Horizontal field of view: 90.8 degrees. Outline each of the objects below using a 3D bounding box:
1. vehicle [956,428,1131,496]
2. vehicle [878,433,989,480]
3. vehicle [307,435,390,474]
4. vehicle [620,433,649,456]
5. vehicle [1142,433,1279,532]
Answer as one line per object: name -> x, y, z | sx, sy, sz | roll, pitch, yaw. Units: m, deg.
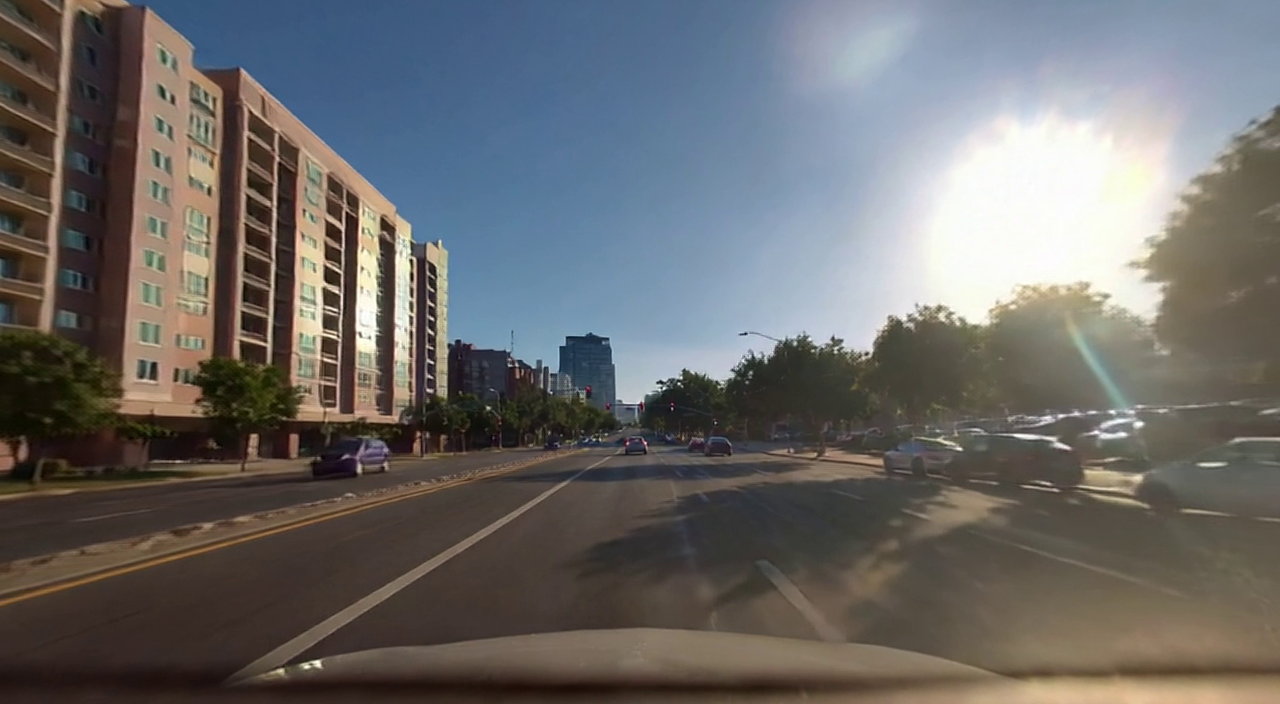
vehicle -> 10.562, 2.904, 16.978 | 1.905, 1.597, 4.040 | 0, -9, -2
vehicle -> 10.368, 3.722, 22.740 | 1.948, 1.489, 4.276 | 0, -9, 0
vehicle -> -13.789, 4.871, 30.193 | 2.046, 1.682, 4.518 | 0, -9, -4
vehicle -> -0.403, 6.722, 45.968 | 2.032, 1.593, 3.896 | 0, -9, 0
vehicle -> 10.323, 1.948, 9.497 | 1.861, 1.446, 4.413 | 0, -9, -1
